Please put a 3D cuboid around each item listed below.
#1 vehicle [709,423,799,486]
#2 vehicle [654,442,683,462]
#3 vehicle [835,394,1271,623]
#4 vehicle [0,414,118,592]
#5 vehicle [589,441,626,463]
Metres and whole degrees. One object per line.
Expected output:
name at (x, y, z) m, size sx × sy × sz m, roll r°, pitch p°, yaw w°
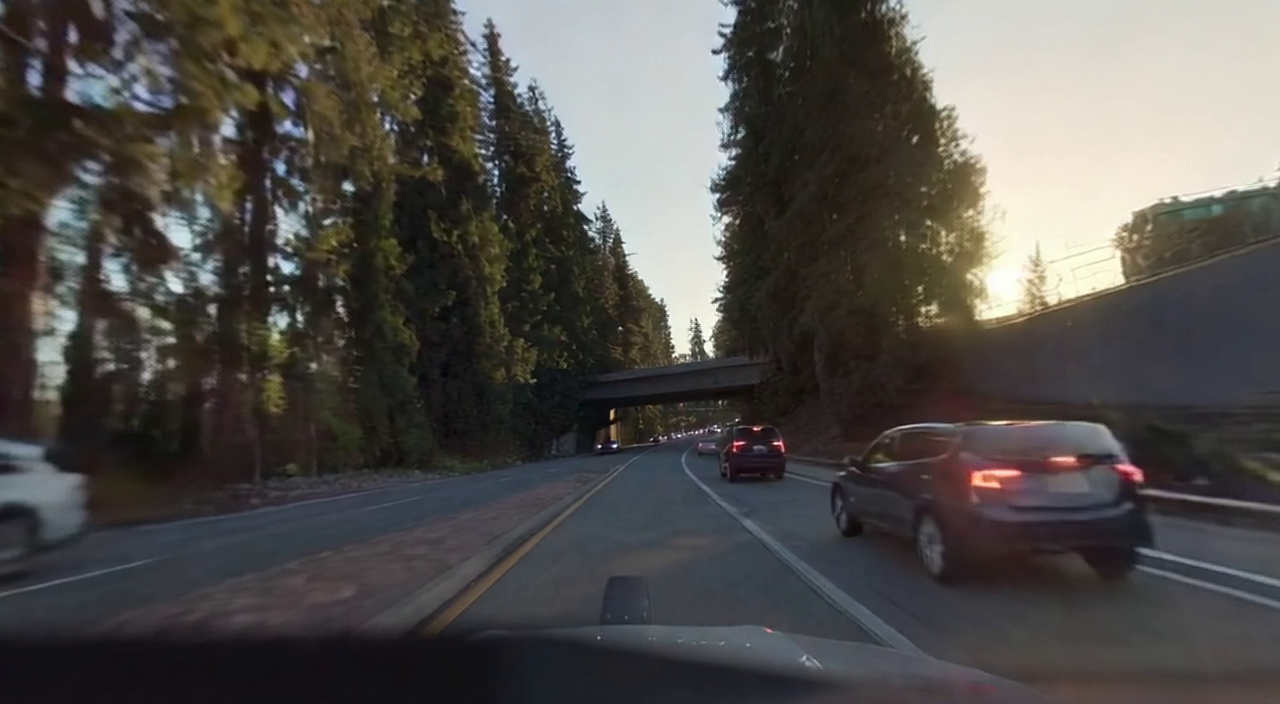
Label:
vehicle at (3.866, 3.585, 22.318) m, size 2.273 × 1.944 × 4.866 m, roll 0°, pitch -8°, yaw 0°
vehicle at (2.259, 7.811, 49.321) m, size 2.078 × 1.506 × 4.058 m, roll -1°, pitch -8°, yaw 5°
vehicle at (3.782, 1.494, 6.949) m, size 1.938 × 1.710 × 4.249 m, roll 0°, pitch -8°, yaw 1°
vehicle at (-7.951, 1.458, 5.693) m, size 2.089 × 1.860 × 4.704 m, roll -1°, pitch -8°, yaw 7°
vehicle at (-2.297, 7.267, 46.070) m, size 2.009 × 1.527 × 4.119 m, roll -1°, pitch -8°, yaw 7°
